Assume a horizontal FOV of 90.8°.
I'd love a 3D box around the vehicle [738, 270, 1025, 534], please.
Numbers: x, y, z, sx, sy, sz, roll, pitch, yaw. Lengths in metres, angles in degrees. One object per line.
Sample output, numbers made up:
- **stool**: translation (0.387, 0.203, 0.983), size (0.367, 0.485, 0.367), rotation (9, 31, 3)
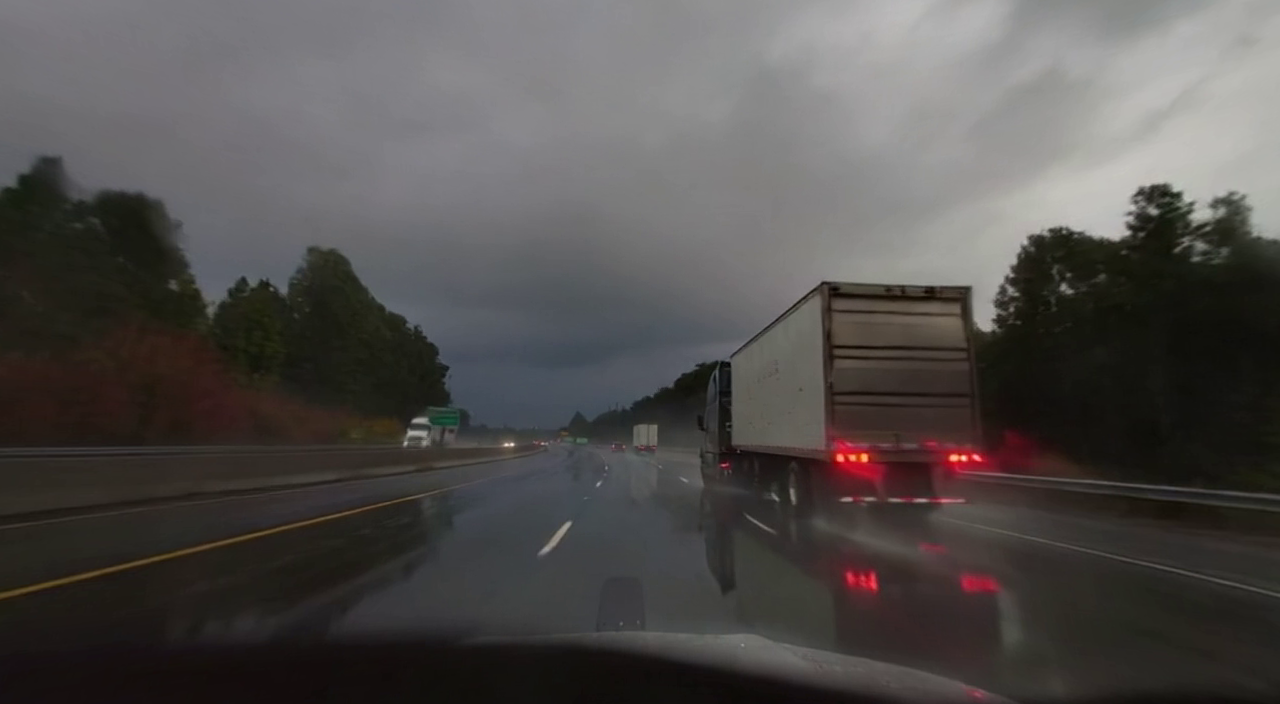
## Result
- **vehicle**: translation (4.263, 1.344, 13.772), size (2.826, 4.035, 8.369), rotation (0, -9, 0)
